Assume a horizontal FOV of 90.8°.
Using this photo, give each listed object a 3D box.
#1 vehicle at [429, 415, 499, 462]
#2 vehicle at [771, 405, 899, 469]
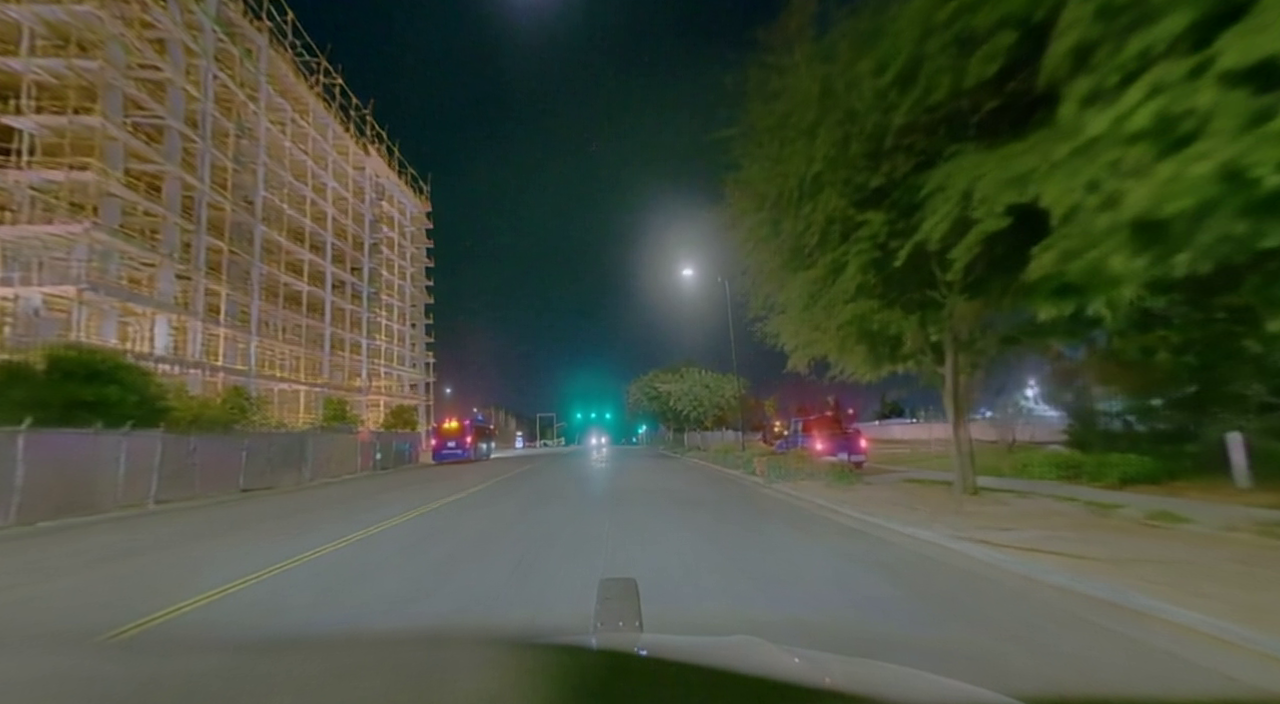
[{"bbox_3d":[-11.455,5.728,41.809,2.979,2.803,5.962,-1,-8,-1],"label":"vehicle"},{"bbox_3d":[6.531,3.009,22.091,2.267,1.911,5.816,1,-8,-4],"label":"vehicle"}]
